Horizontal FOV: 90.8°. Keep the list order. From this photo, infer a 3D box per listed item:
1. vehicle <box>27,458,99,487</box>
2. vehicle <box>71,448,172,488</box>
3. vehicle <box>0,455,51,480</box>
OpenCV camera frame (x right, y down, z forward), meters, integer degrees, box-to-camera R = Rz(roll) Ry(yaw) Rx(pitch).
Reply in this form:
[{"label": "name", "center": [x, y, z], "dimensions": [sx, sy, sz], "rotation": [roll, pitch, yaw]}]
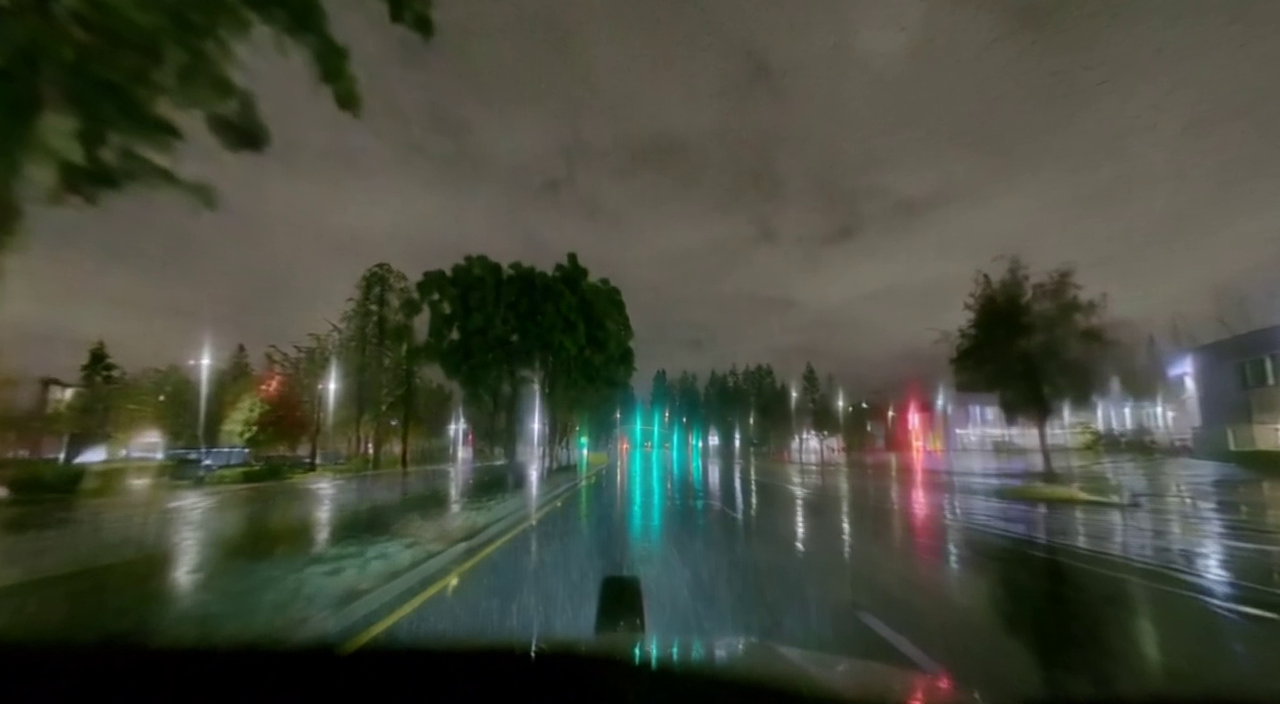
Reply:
[{"label": "vehicle", "center": [-33.846, 7.059, 37.185], "dimensions": [2.020, 1.489, 3.997], "rotation": [4, -10, -26]}, {"label": "vehicle", "center": [-28.381, 6.315, 34.844], "dimensions": [2.124, 2.004, 5.473], "rotation": [2, -9, -15]}, {"label": "vehicle", "center": [-46.633, 8.494, 46.254], "dimensions": [4.813, 1.685, 2.076], "rotation": [-2, -10, -3]}]
